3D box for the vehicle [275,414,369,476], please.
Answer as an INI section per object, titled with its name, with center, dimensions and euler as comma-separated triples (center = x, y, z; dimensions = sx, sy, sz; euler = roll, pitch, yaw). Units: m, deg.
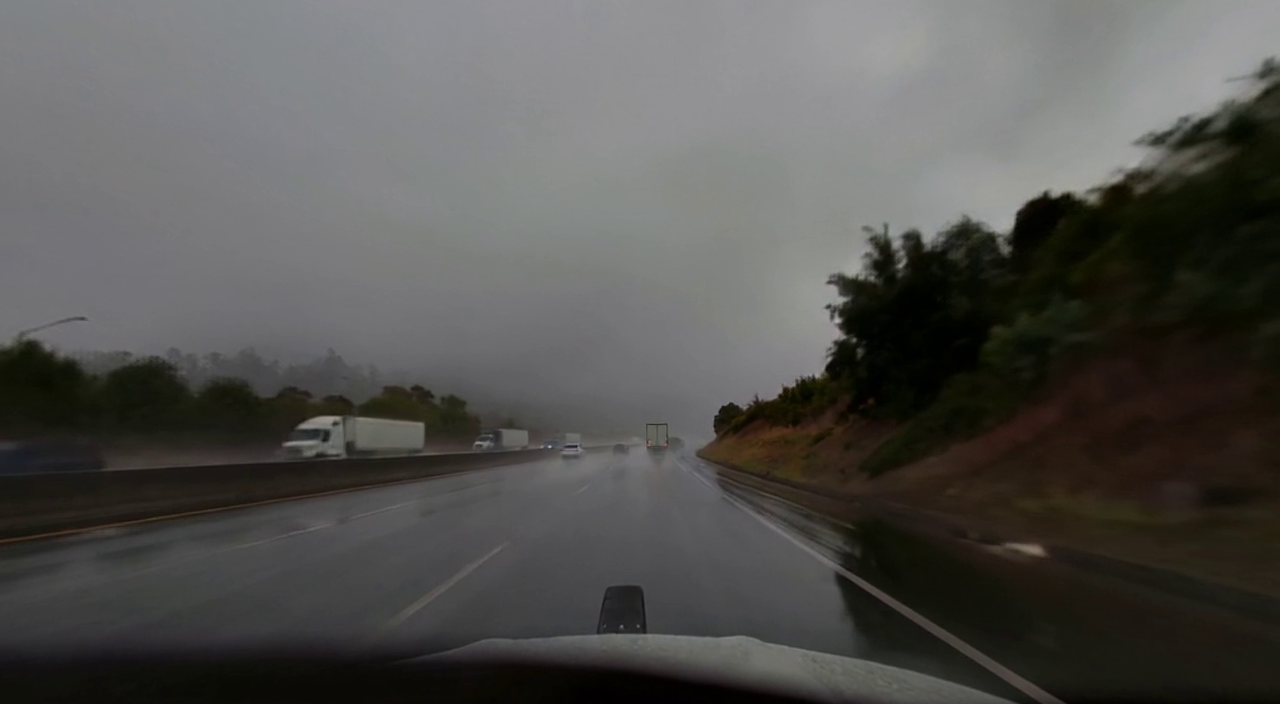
[vehicle]
center = -21.874, 6.474, 43.853
dimensions = 3.121, 3.950, 5.935
euler = -1, -9, 2
